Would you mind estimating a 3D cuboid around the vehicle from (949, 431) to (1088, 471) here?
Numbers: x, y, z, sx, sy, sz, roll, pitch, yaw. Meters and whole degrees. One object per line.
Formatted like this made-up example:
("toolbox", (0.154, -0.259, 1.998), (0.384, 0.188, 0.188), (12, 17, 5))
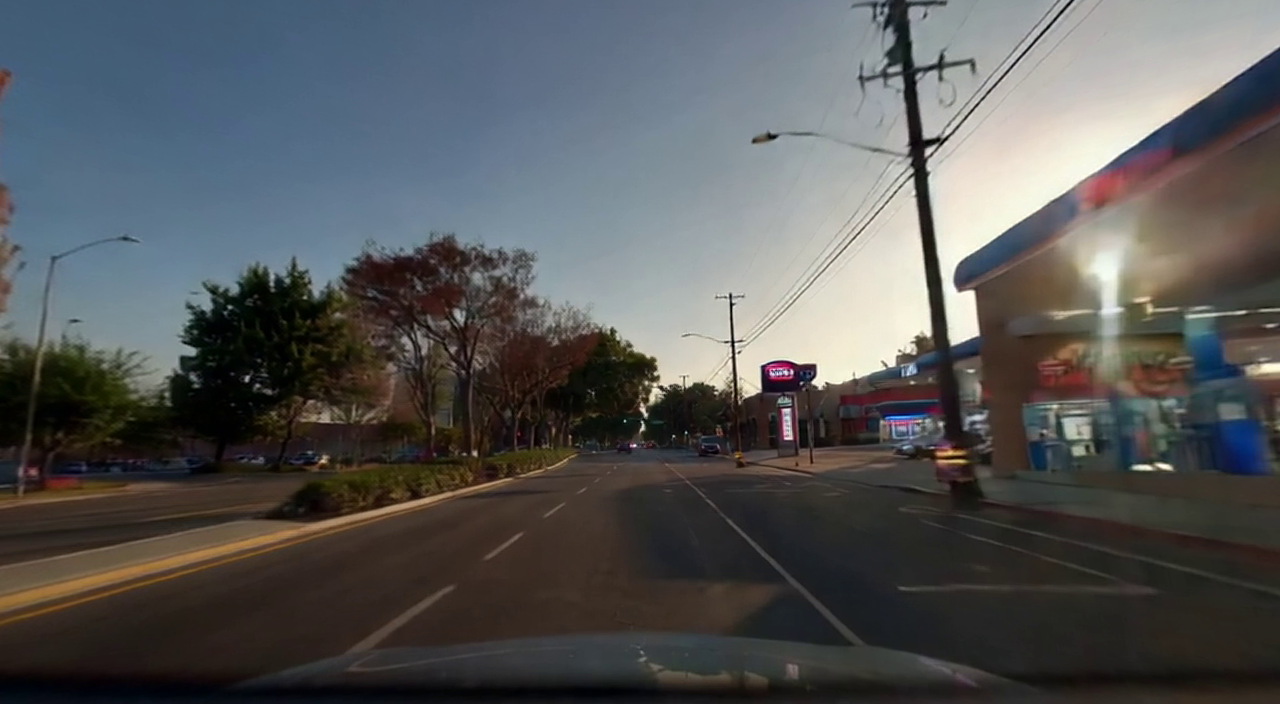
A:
("vehicle", (15.201, 3.964, 25.403), (4.510, 1.517, 2.035), (1, -8, -12))
